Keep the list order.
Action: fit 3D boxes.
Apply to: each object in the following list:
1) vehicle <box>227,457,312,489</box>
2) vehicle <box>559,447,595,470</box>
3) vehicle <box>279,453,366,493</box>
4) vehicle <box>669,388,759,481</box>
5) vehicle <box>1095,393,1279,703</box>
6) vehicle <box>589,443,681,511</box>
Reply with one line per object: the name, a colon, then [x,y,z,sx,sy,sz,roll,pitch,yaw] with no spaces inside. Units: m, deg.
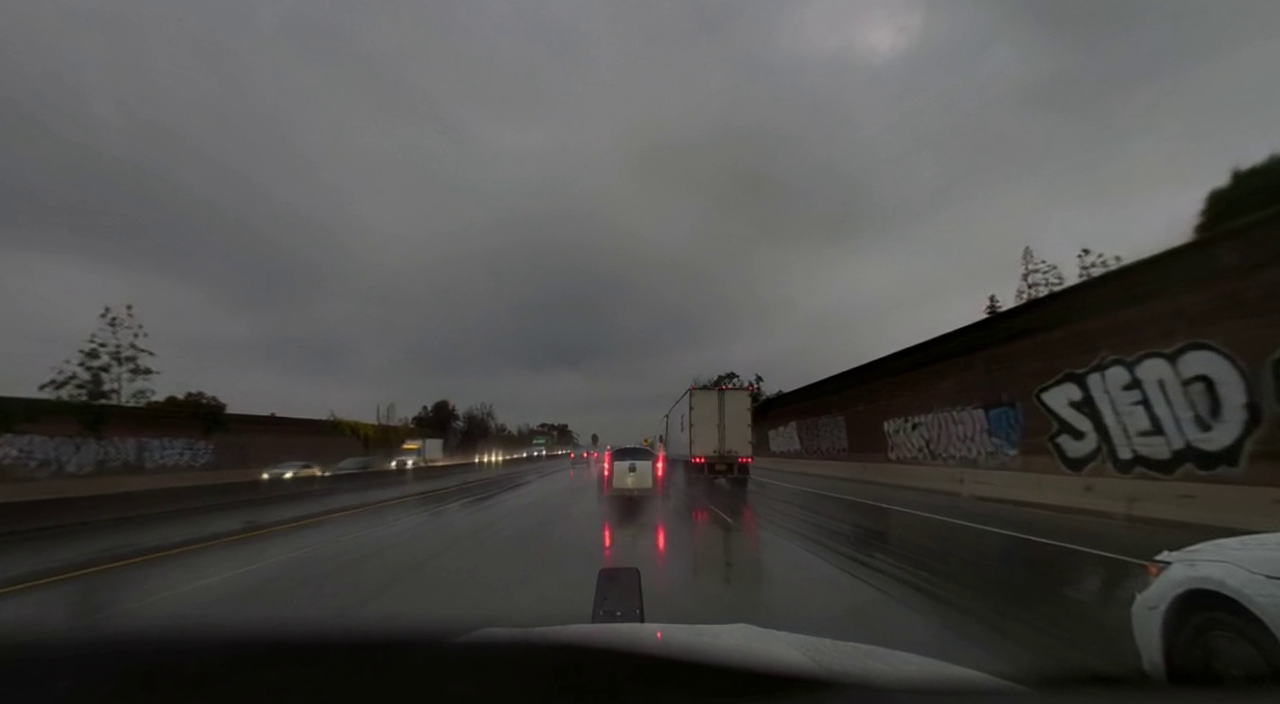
vehicle: [-20.926,6.832,35.754,2.073,1.552,4.501,0,-9,0]
vehicle: [-4.343,7.388,43.778,2.067,1.481,4.085,-1,-9,0]
vehicle: [-12.348,4.682,24.668,1.670,1.394,3.398,0,-9,-1]
vehicle: [3.548,4.645,34.423,2.902,4.014,14.446,0,-9,-1]
vehicle: [3.351,0.664,0.766,1.996,1.497,4.754,0,-9,0]
vehicle: [-0.190,3.091,16.030,2.033,1.468,4.015,0,-9,-2]
